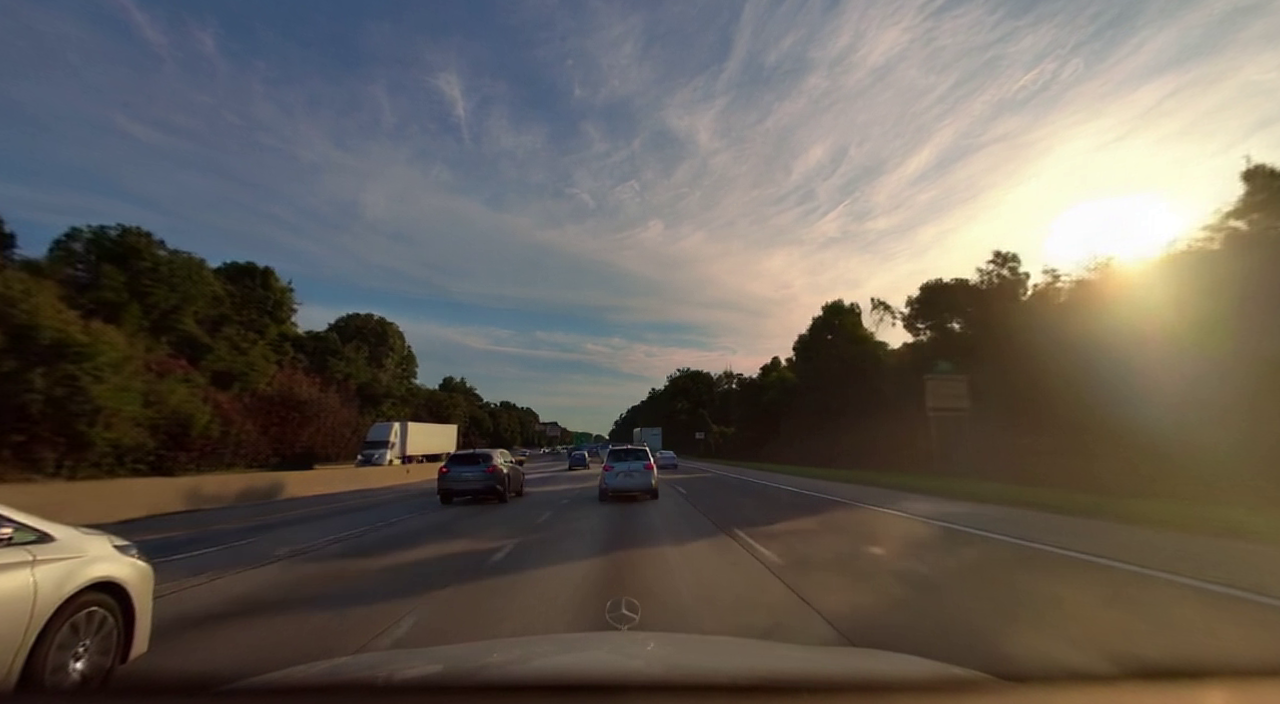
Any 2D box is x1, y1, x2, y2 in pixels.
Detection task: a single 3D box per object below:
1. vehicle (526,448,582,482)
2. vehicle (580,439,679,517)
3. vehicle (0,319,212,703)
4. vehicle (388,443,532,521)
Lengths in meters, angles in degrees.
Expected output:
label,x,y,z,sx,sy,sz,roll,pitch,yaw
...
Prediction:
label,x,y,z,sx,sy,sz,roll,pitch,yaw
vehicle,-4.060,5.403,30.464,1.999,1.484,4.269,0,-9,1
vehicle,-0.235,2.834,14.569,1.996,1.574,3.426,0,-9,-1
vehicle,-3.961,0.618,1.559,2.243,1.889,4.949,0,-9,1
vehicle,-3.871,2.877,14.491,1.988,1.501,4.438,0,-9,0
